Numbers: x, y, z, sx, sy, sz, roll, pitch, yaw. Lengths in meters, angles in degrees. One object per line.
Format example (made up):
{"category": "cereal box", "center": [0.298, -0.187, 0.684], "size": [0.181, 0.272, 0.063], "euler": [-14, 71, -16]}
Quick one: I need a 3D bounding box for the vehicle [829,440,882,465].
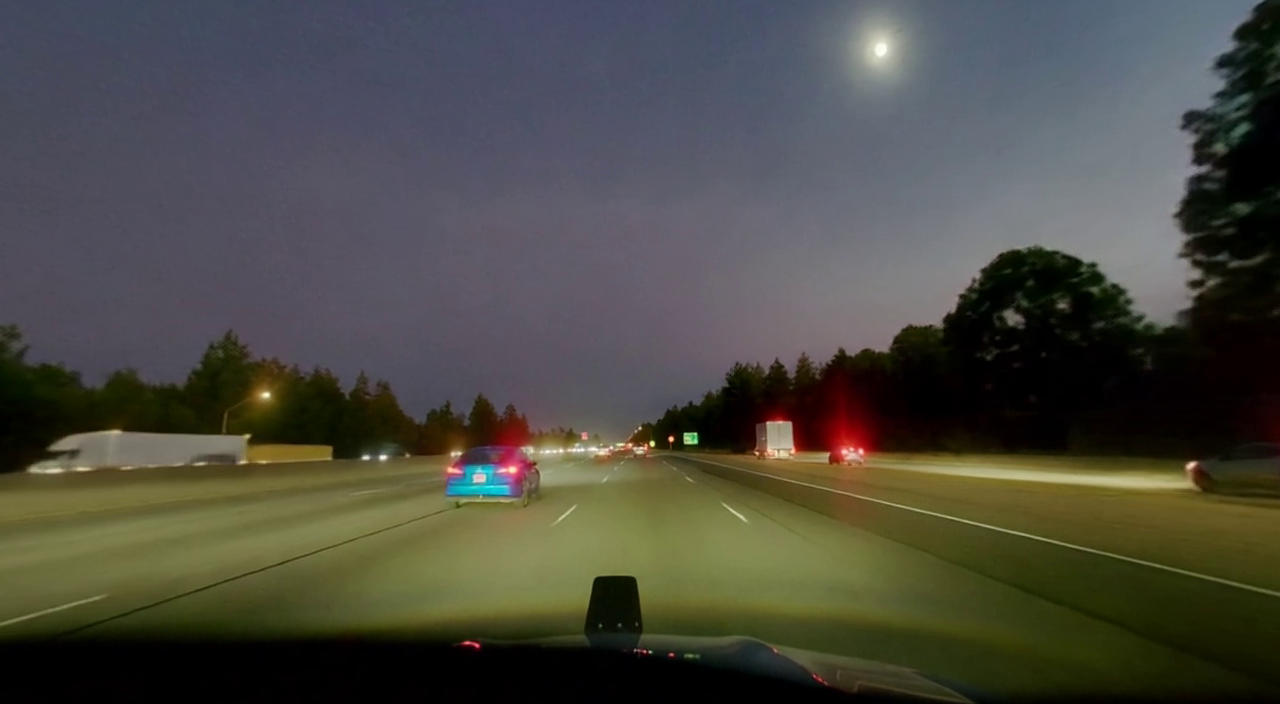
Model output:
{"category": "vehicle", "center": [15.740, 7.390, 46.528], "size": [2.081, 1.707, 4.756], "euler": [0, -9, -2]}

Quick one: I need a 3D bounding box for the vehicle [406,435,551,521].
{"category": "vehicle", "center": [-3.266, 2.645, 13.714], "size": [2.020, 1.554, 4.137], "euler": [0, -9, 0]}

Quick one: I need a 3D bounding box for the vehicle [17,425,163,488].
{"category": "vehicle", "center": [-38.767, 7.373, 45.103], "size": [3.070, 4.029, 8.396], "euler": [0, -9, -3]}
